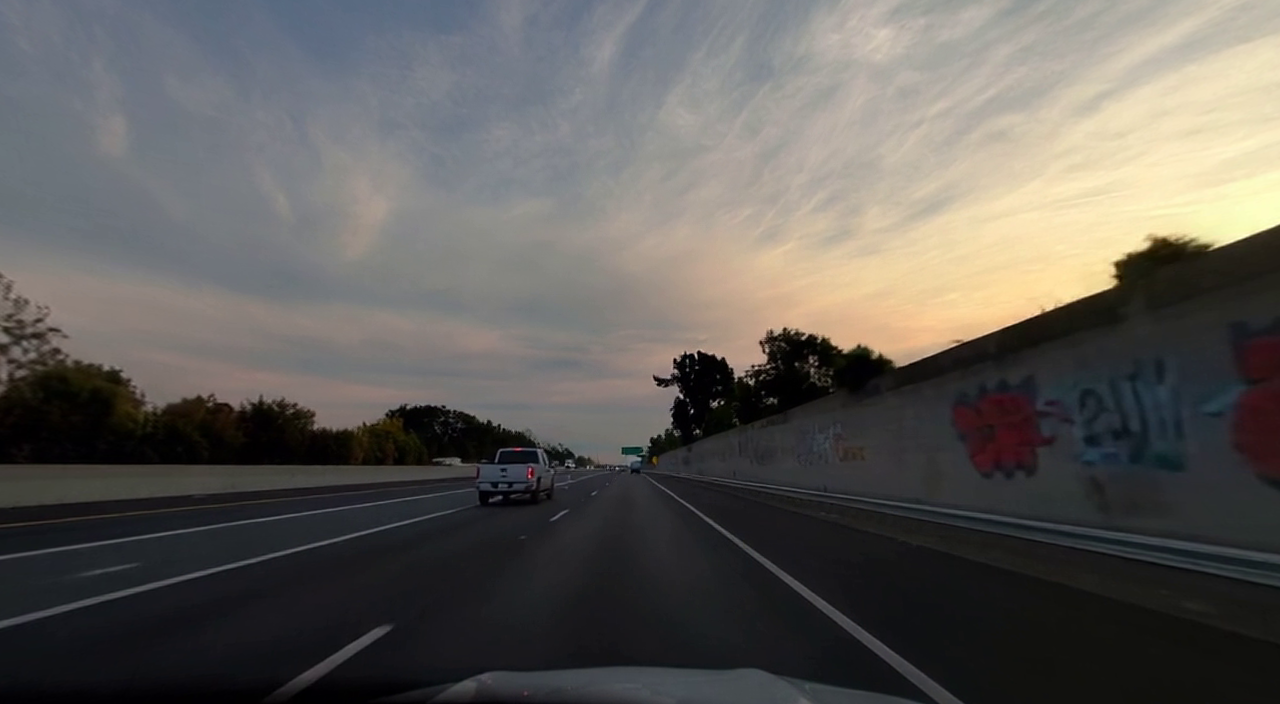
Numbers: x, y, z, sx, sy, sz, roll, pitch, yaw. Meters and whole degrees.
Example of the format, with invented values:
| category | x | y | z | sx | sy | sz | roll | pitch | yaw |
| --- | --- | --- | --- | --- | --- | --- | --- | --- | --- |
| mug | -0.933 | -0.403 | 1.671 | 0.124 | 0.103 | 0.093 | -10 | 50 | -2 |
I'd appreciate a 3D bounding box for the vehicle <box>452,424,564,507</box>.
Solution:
| category | x | y | z | sx | sy | sz | roll | pitch | yaw |
| --- | --- | --- | --- | --- | --- | --- | --- | --- | --- |
| vehicle | -4.321 | 3.952 | 21.965 | 2.597 | 2.434 | 6.020 | 1 | -11 | 0 |
